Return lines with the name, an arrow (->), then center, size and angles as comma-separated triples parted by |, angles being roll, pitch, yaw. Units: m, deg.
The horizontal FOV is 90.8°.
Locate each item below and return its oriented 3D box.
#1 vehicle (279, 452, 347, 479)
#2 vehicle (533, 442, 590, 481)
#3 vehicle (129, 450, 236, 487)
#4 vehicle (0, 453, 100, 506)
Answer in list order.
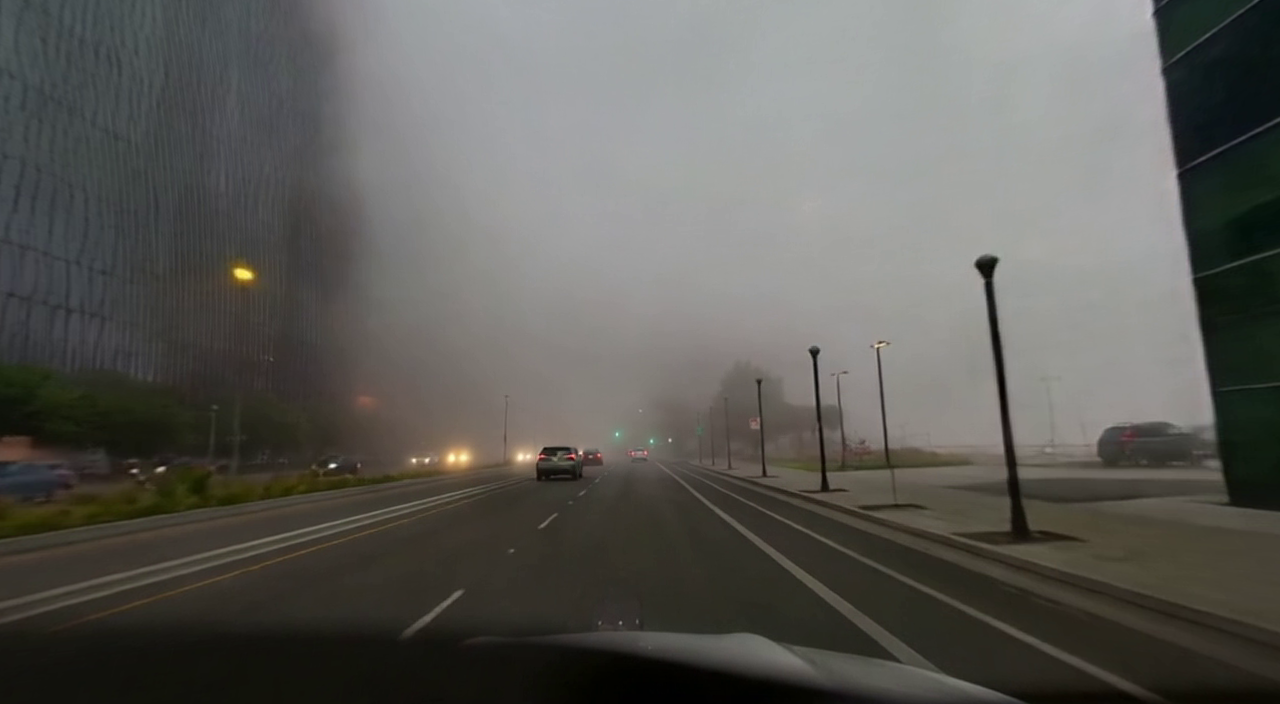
vehicle -> -20.317, 7.054, 39.498 | 1.856, 1.471, 4.445 | 0, -8, 0
vehicle -> -3.362, 4.742, 27.631 | 1.983, 1.545, 3.773 | 0, -8, 0
vehicle -> -23.698, 6.023, 33.021 | 1.978, 1.739, 4.895 | 0, -8, -1
vehicle -> -20.079, 3.993, 19.998 | 1.959, 1.536, 4.455 | 0, -8, 0
